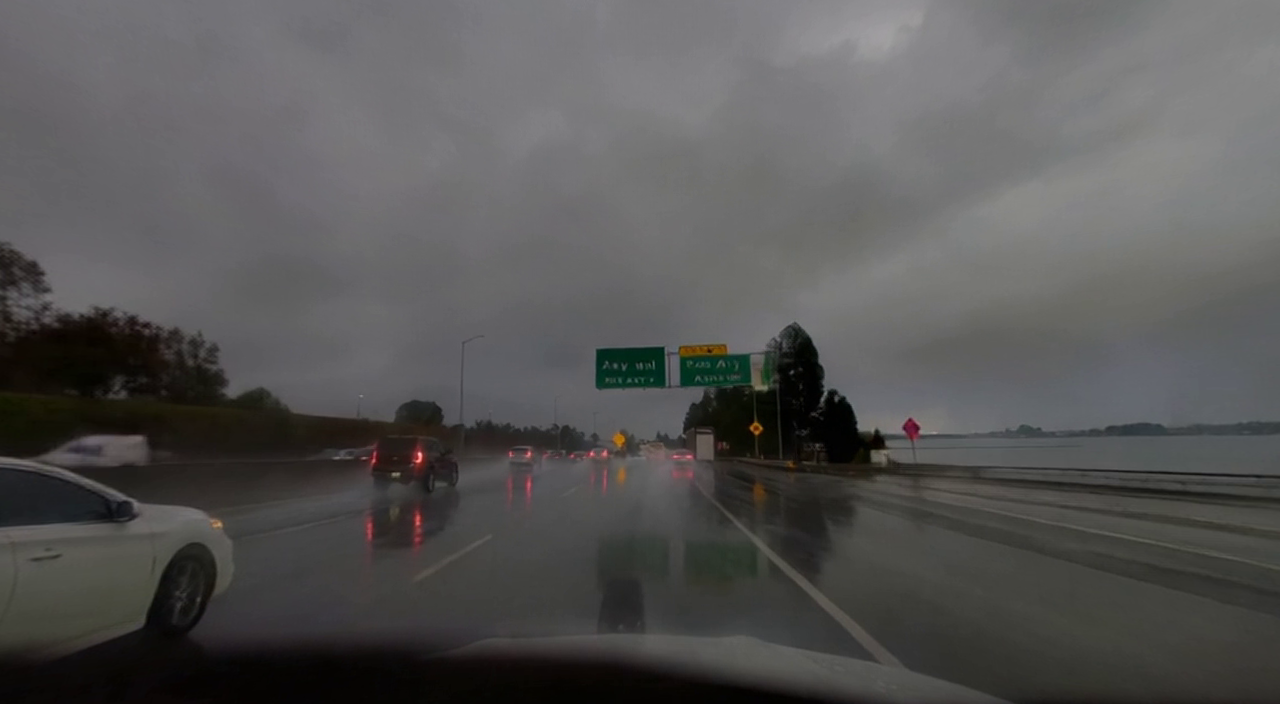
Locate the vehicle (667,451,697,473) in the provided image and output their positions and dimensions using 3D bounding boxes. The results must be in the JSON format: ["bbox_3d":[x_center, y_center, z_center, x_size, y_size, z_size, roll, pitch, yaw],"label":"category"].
[{"bbox_3d":[3.114,8.225,47.350,2.153,1.510,4.646,0,-9,3],"label":"vehicle"}]

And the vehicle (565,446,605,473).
[{"bbox_3d":[-3.602,7.133,42.040,2.132,1.708,4.571,0,-9,1],"label":"vehicle"}]

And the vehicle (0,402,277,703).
[{"bbox_3d":[-4.086,1.001,2.923,2.027,1.547,4.511,0,-9,1],"label":"vehicle"}]

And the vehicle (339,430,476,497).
[{"bbox_3d":[-7.433,3.630,20.974,2.250,1.870,5.647,0,-9,2],"label":"vehicle"}]
